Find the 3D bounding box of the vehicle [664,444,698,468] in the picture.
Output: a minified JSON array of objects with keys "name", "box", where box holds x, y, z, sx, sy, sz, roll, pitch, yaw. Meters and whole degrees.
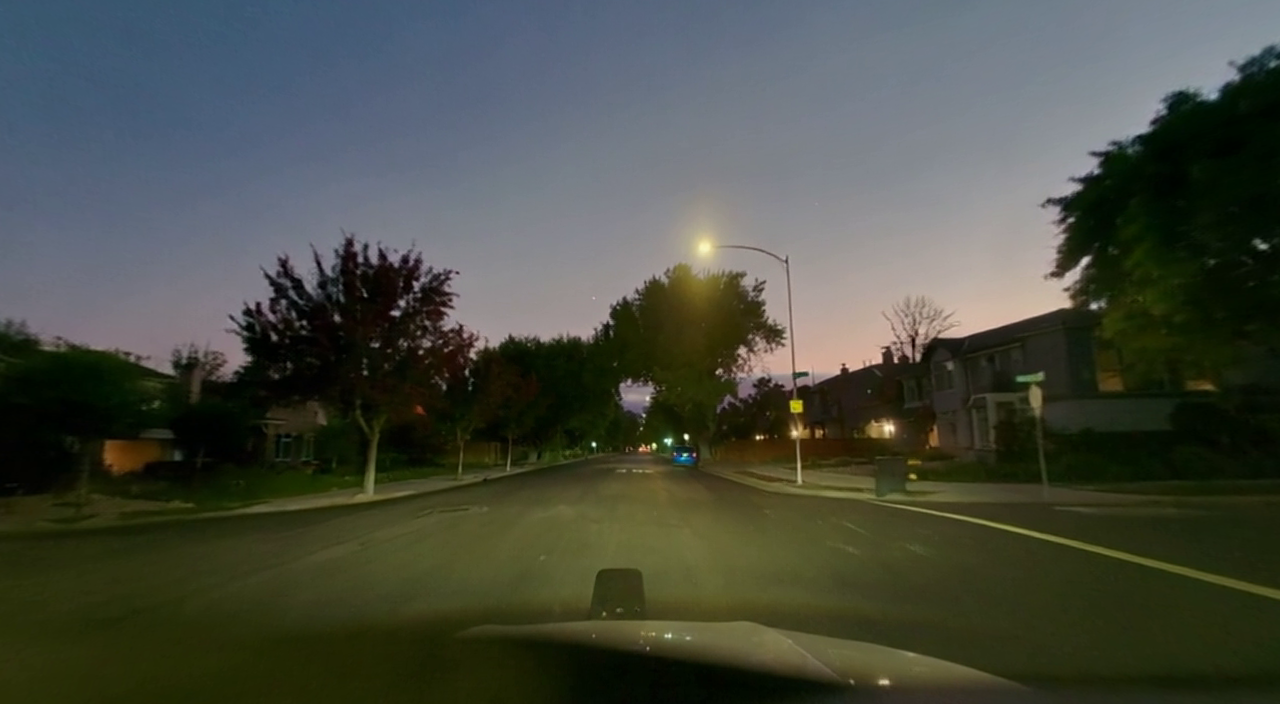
[{"name":"vehicle","box":[2.893,7.432,45.337,2.114,1.633,4.042,0,-8,0]}]
